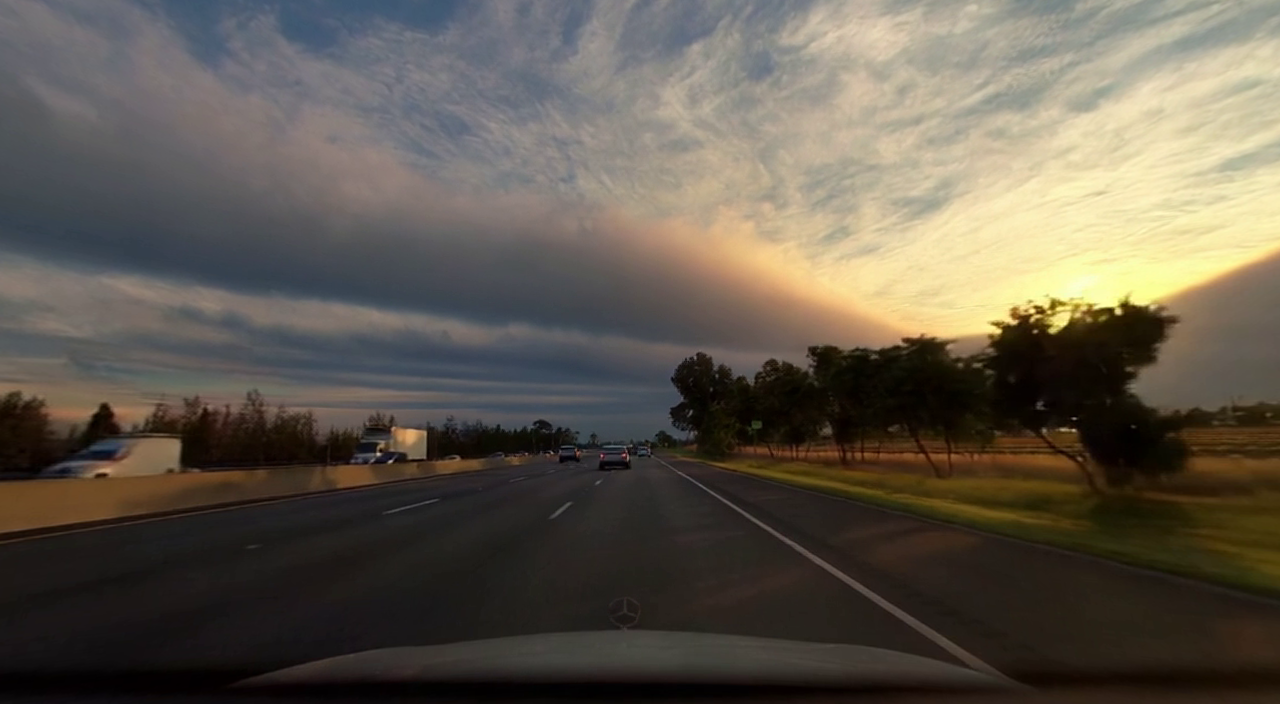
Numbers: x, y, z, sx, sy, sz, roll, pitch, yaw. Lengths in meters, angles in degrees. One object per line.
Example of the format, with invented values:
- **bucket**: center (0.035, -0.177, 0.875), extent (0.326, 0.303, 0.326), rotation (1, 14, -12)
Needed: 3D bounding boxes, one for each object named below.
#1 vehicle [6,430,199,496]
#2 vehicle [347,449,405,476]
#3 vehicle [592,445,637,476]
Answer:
- **vehicle**: center (-18.889, 3.931, 22.654), extent (2.177, 2.067, 5.288), rotation (0, -9, 0)
- **vehicle**: center (-15.484, 6.482, 37.222), extent (1.790, 1.444, 3.647), rotation (0, -9, 1)
- **vehicle**: center (-1.251, 5.598, 32.853), extent (2.110, 1.500, 4.259), rotation (0, -9, 1)
